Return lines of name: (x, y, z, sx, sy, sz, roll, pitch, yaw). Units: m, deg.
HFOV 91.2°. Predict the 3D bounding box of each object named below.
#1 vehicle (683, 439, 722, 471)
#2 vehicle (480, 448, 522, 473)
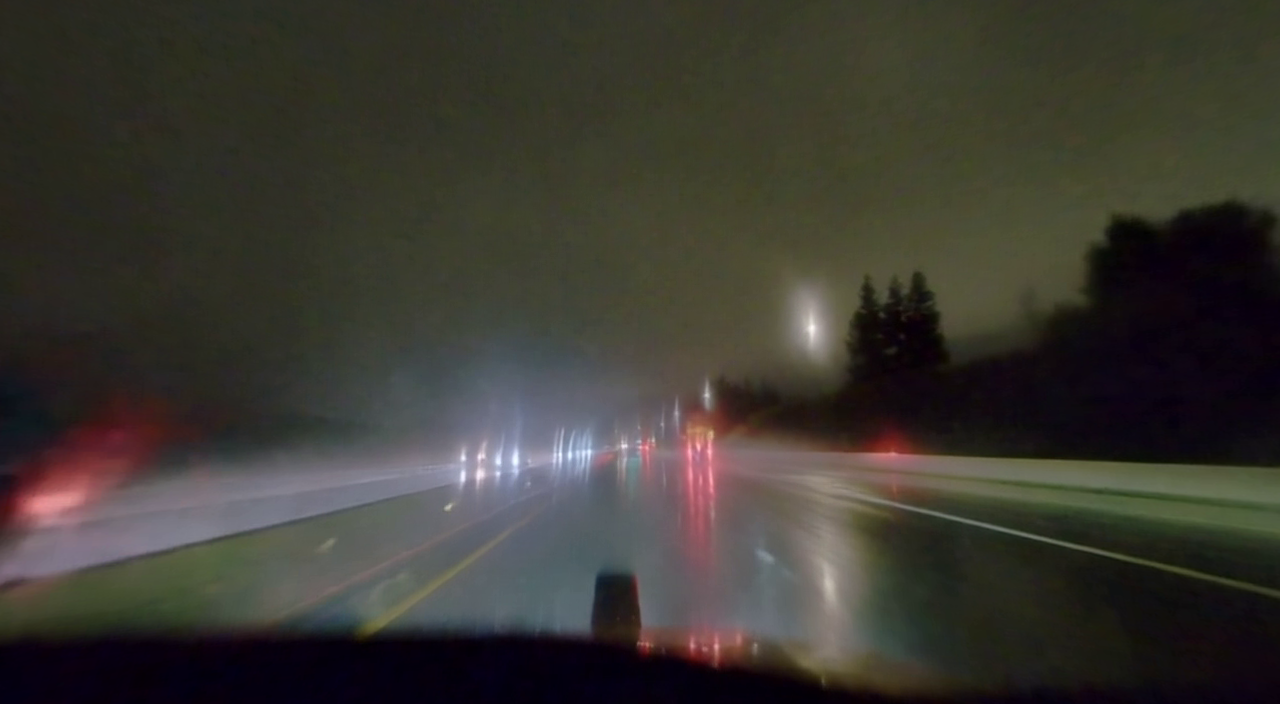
vehicle: (3.415, 5.703, 34.867, 1.972, 1.614, 4.025, -1, -9, 3)
vehicle: (-9.322, 7.292, 42.286, 1.950, 1.587, 4.308, 0, -9, -1)
